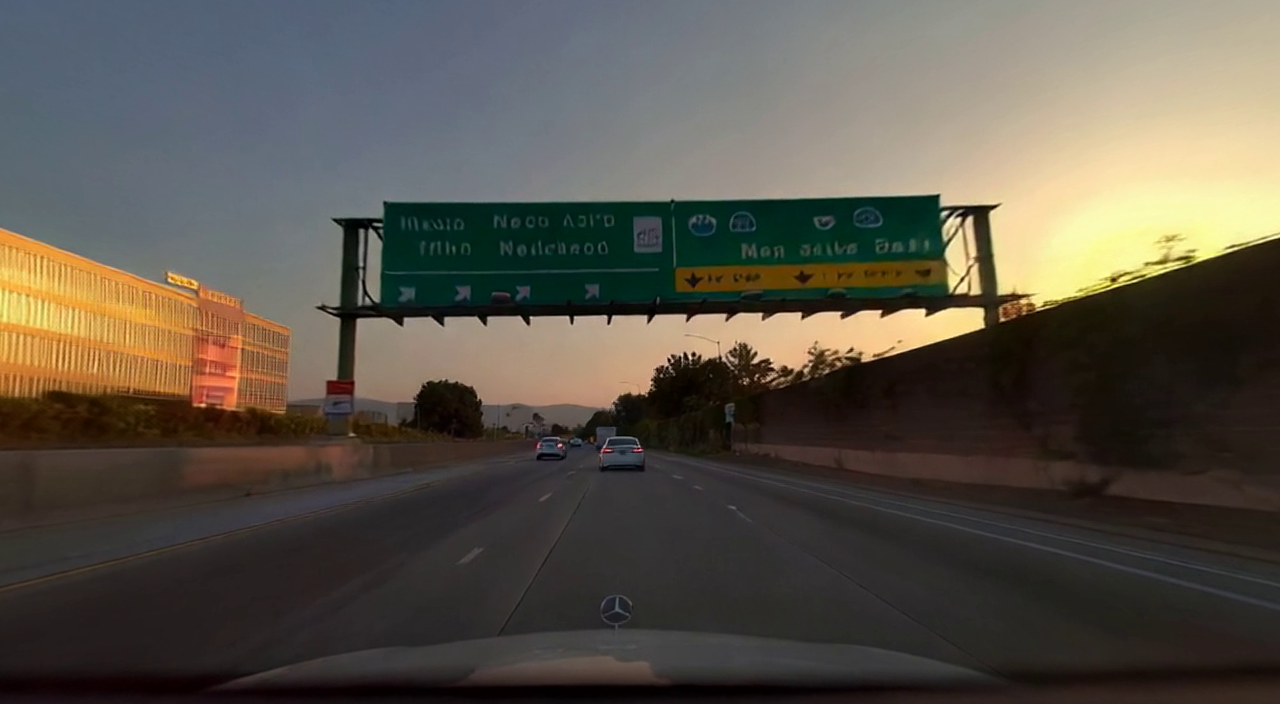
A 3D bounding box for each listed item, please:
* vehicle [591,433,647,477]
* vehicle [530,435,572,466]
[{"bbox_3d":[-0.866,4.134,25.540,2.078,1.608,3.982,0,-8,-3],"label":"vehicle"},{"bbox_3d":[-5.290,5.890,37.929,2.080,1.733,4.410,0,-8,-3],"label":"vehicle"}]
